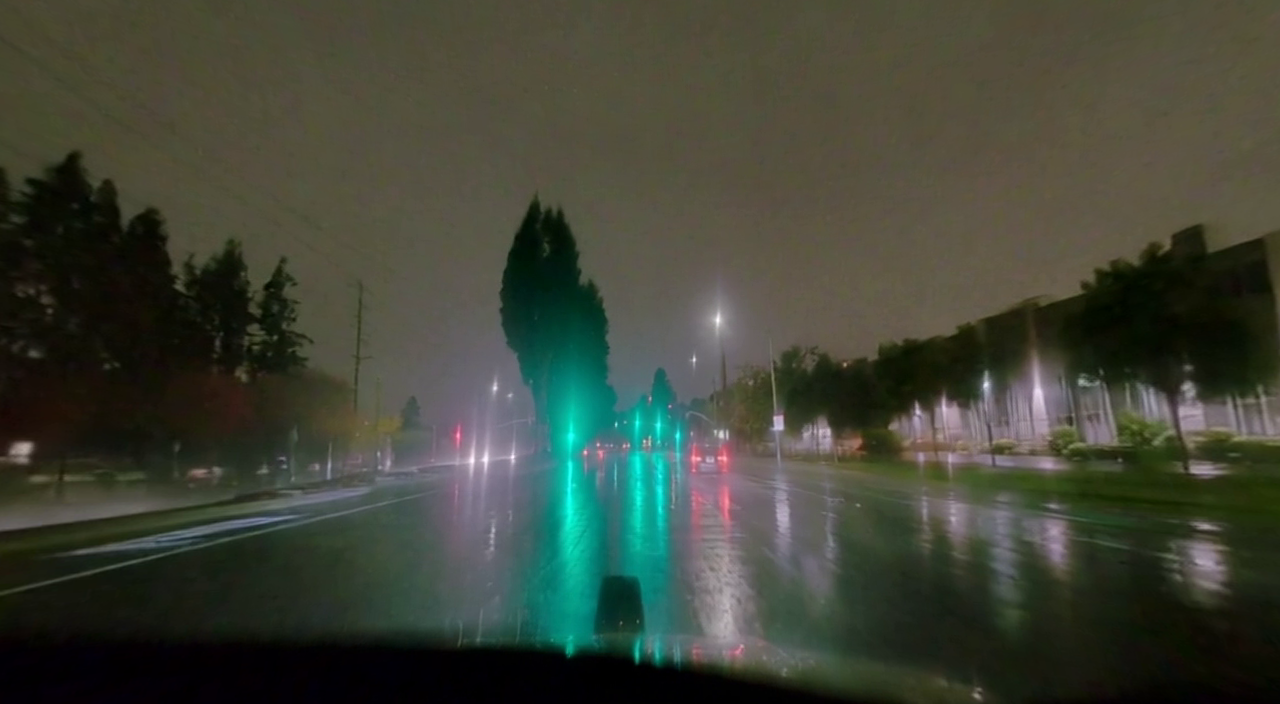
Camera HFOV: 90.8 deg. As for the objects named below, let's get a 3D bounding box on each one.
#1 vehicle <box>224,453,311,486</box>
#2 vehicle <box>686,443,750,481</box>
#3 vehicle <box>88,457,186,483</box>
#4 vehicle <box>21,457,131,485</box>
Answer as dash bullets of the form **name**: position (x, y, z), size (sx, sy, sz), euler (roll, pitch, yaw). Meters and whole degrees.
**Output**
- **vehicle**: position (-19.321, 6.095, 33.013), size (1.876, 1.506, 4.231), euler (-1, -8, 2)
- **vehicle**: position (3.226, 4.648, 26.976), size (1.966, 1.449, 4.290), euler (0, -8, -3)
- **vehicle**: position (-30.858, 7.235, 38.859), size (4.325, 1.484, 1.899), euler (0, -9, -1)
- **vehicle**: position (-31.969, 6.758, 35.901), size (4.363, 1.472, 1.892), euler (0, -9, -2)
